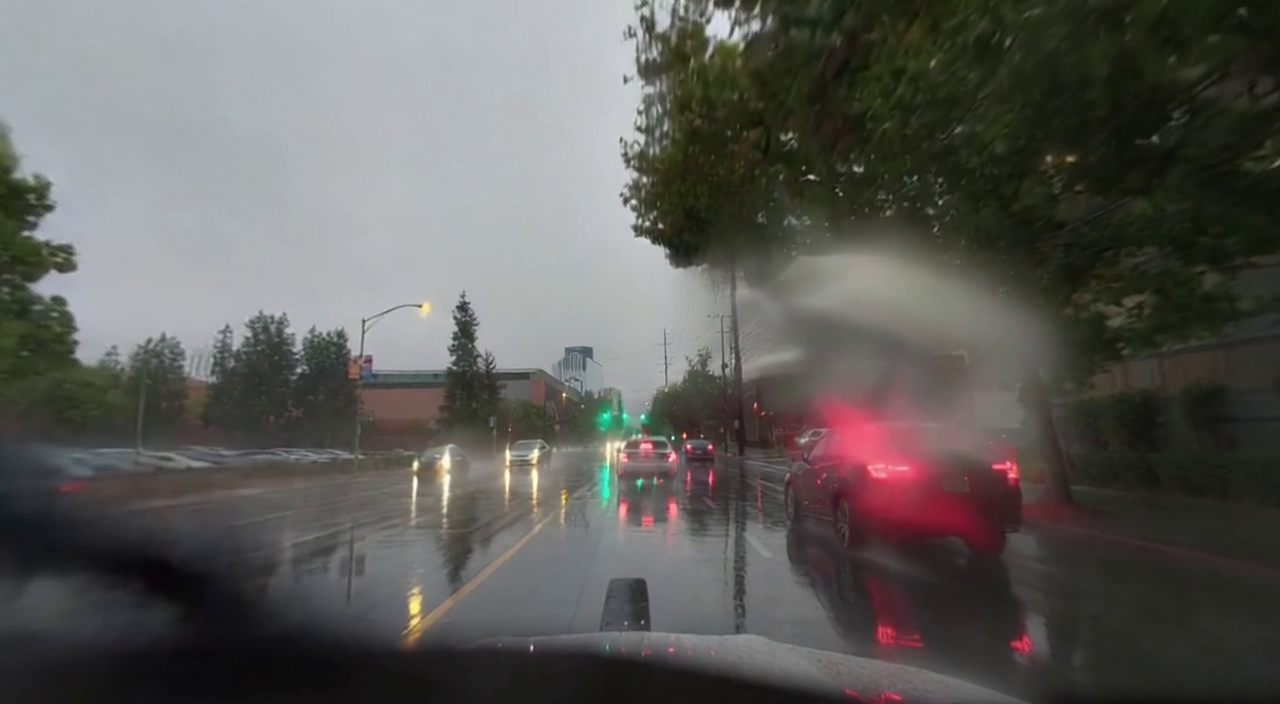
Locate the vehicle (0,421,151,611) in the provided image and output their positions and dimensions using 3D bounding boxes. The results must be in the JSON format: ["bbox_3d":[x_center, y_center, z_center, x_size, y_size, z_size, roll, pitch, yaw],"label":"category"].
[{"bbox_3d":[-6.680,1.397,5.140,1.936,1.681,4.274,0,-9,-1],"label":"vehicle"}]

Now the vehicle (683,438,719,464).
[{"bbox_3d":[3.777,6.203,39.564,1.880,1.503,4.130,0,-9,0],"label":"vehicle"}]

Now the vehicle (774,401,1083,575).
[{"bbox_3d":[3.354,1.689,8.586,2.024,1.711,4.512,0,-8,0],"label":"vehicle"}]

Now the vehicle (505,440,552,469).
[{"bbox_3d":[-6.774,6.270,38.775,2.008,1.638,4.552,0,-8,0],"label":"vehicle"}]

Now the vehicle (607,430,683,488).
[{"bbox_3d":[0.147,3.409,20.396,2.200,1.653,4.127,0,-8,0],"label":"vehicle"}]

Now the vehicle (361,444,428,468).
[{"bbox_3d":[-18.719,7.941,48.191,4.290,1.510,2.006,-3,-9,1],"label":"vehicle"}]

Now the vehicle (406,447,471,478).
[{"bbox_3d":[-10.488,5.767,33.210,1.967,1.494,4.483,0,-9,0],"label":"vehicle"}]
